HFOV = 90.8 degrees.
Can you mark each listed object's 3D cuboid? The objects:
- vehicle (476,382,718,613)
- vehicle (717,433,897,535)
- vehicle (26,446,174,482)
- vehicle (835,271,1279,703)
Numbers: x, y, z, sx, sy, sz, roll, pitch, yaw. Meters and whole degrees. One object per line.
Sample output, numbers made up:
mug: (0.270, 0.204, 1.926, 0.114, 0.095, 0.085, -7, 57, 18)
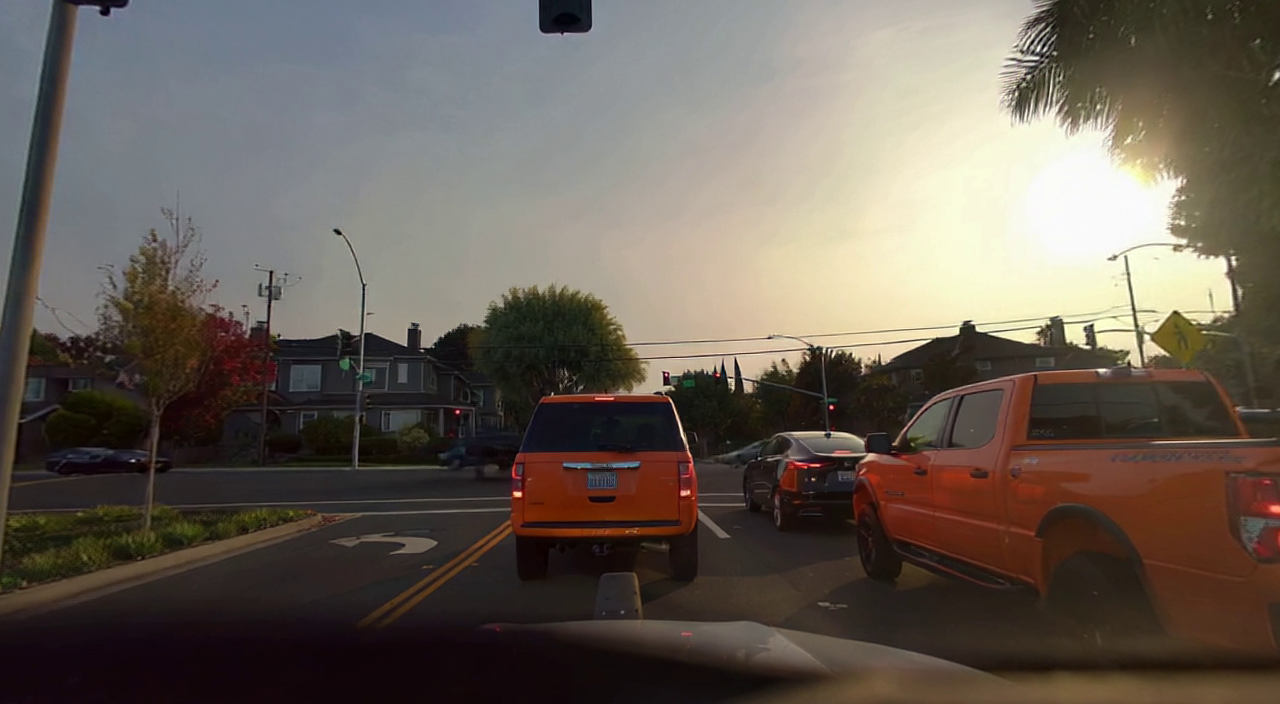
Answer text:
vehicle: (-0.198, 1.386, 6.744, 1.915, 1.780, 3.379, -1, -8, 5)
vehicle: (2.725, 2.264, 11.523, 1.952, 1.465, 4.421, 0, -8, -2)
vehicle: (-22.994, 4.762, 27.063, 4.533, 1.350, 1.714, 0, -8, -8)
vehicle: (2.984, 0.943, 3.893, 1.886, 1.849, 5.070, 0, -8, -1)
